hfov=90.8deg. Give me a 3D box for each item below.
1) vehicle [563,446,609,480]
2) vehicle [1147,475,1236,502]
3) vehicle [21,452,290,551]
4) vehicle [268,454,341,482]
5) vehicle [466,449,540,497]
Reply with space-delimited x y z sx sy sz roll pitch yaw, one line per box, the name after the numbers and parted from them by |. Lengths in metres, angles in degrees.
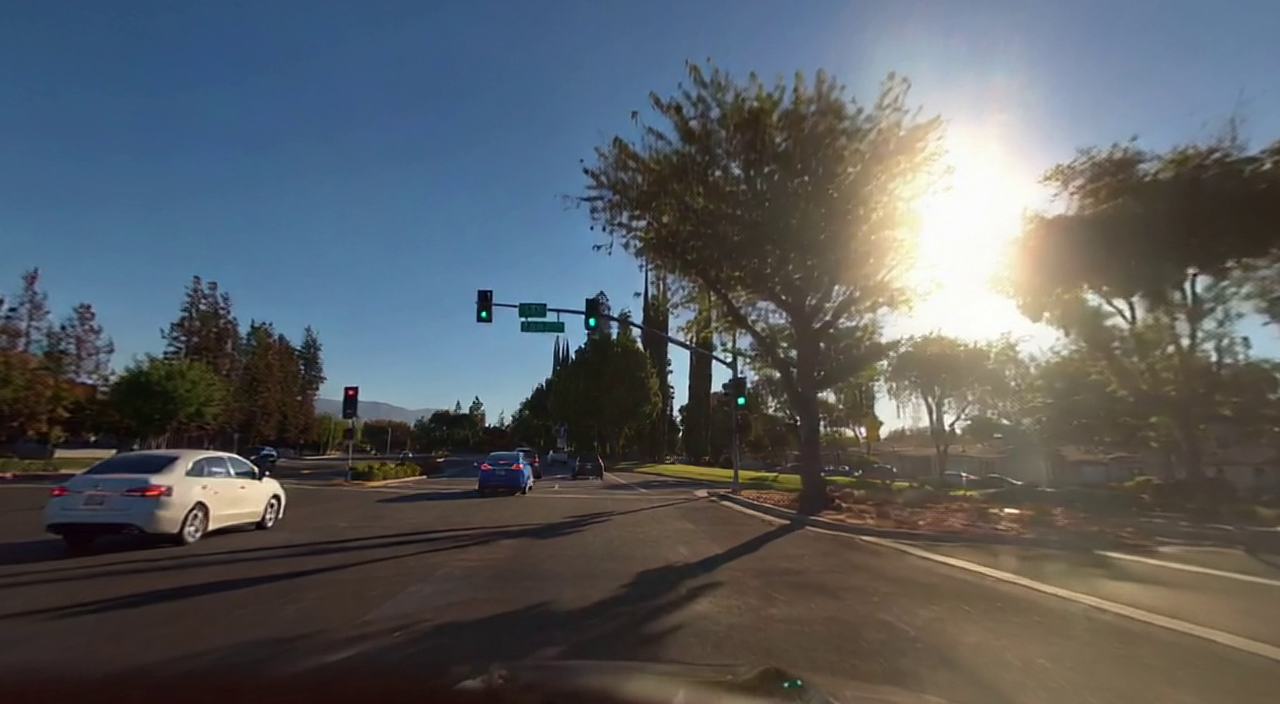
-3.462 6.873 39.563 2.526 1.982 5.294 1 -9 -8 | vehicle
36.493 8.992 41.968 1.738 1.496 4.213 1 -9 -8 | vehicle
-8.458 2.584 11.621 1.889 1.429 4.029 0 -9 -3 | vehicle
-19.151 6.592 36.275 2.052 1.450 4.634 1 -9 -6 | vehicle
-5.128 4.566 24.276 2.098 1.613 4.606 0 -9 -4 | vehicle
